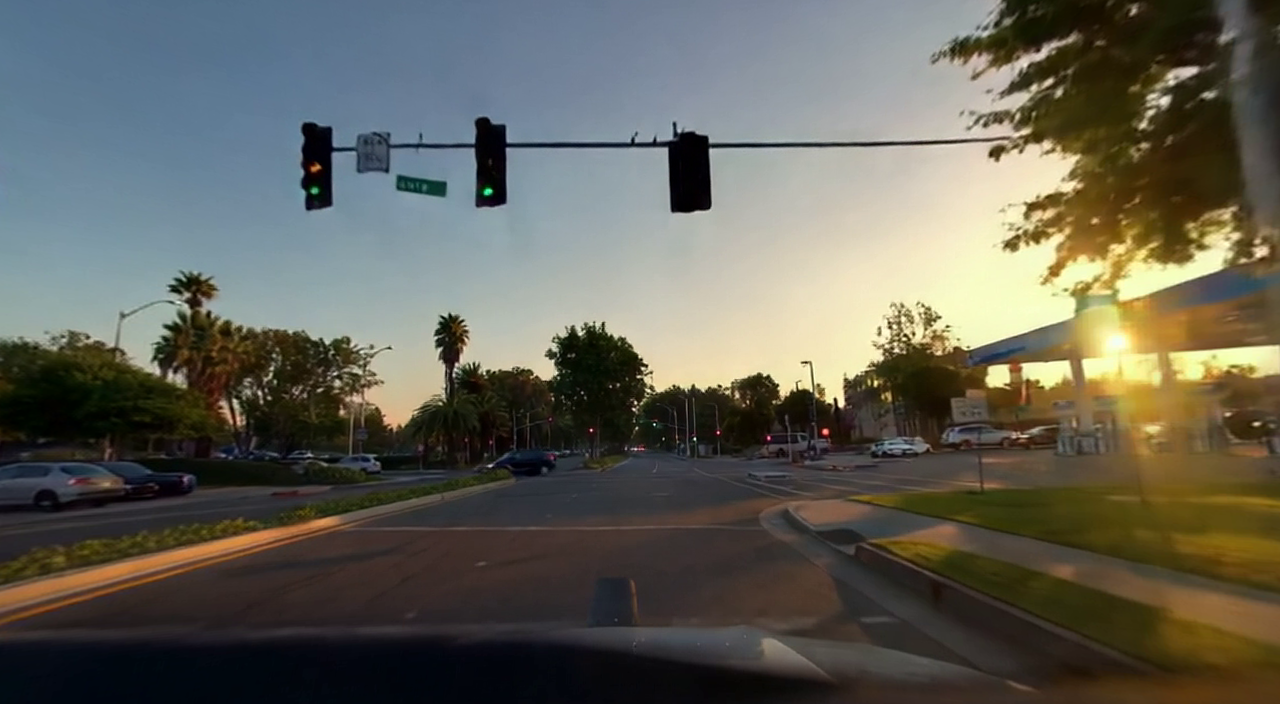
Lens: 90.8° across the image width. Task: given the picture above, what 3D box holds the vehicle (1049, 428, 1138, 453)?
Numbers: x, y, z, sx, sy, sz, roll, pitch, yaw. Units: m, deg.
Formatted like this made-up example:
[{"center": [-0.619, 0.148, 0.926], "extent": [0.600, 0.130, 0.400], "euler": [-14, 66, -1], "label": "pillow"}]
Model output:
[{"center": [30.357, 5.956, 42.341], "extent": [4.286, 1.519, 2.070], "euler": [-2, -9, 0], "label": "vehicle"}]

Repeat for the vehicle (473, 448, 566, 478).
[{"center": [-6.568, 6.065, 34.907], "extent": [1.920, 1.496, 4.763], "euler": [-8, -12, 43], "label": "vehicle"}]

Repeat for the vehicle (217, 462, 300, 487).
[{"center": [-25.595, 8.221, 42.450], "extent": [4.407, 1.565, 1.861], "euler": [0, -9, 3], "label": "vehicle"}]

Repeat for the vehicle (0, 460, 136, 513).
[{"center": [-19.348, 4.235, 20.156], "extent": [4.758, 1.542, 1.941], "euler": [0, -9, -2], "label": "vehicle"}]

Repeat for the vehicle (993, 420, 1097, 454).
[{"center": [30.570, 6.429, 47.805], "extent": [6.052, 2.171, 2.511], "euler": [-3, -8, -2], "label": "vehicle"}]
